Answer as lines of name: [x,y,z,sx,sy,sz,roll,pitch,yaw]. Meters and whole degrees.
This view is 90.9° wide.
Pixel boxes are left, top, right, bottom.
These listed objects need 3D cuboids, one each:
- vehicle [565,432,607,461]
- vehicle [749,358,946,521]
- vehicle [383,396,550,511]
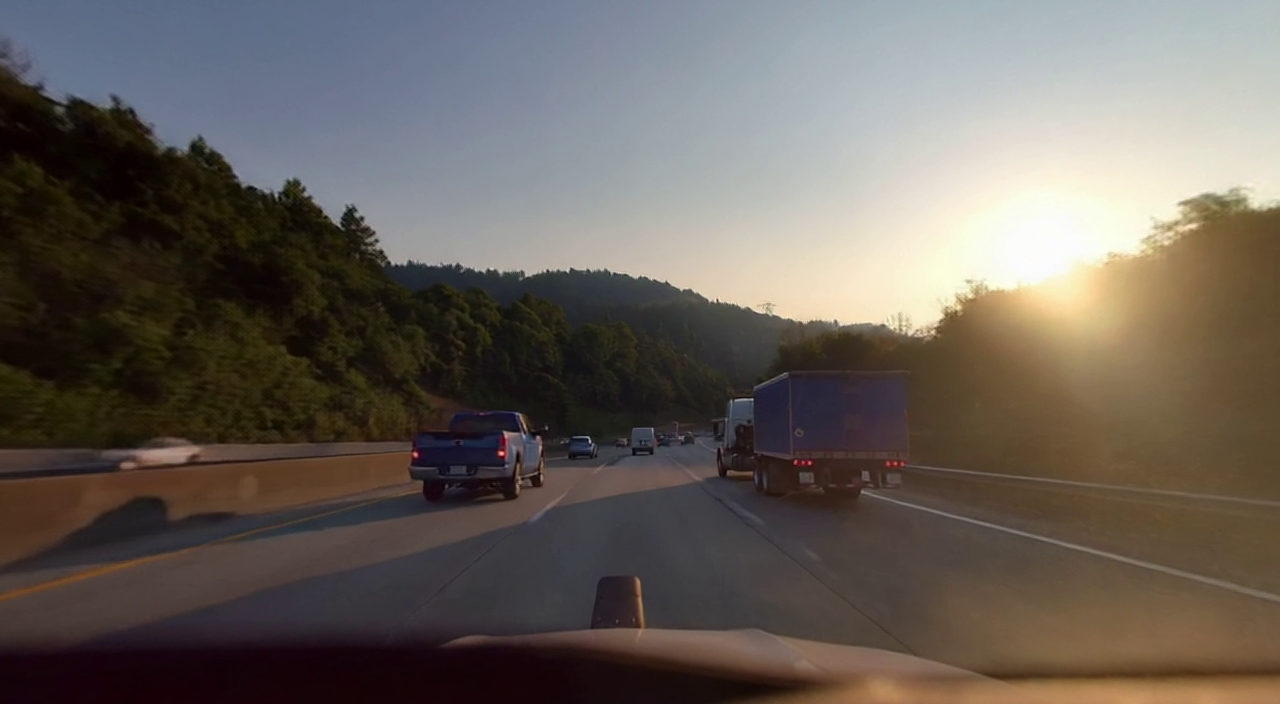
vehicle: [-3.048,5.423,36.413,2.008,1.588,4.147,0,-8,1]
vehicle: [3.630,1.647,12.041,2.256,2.568,4.049,0,-8,-1]
vehicle: [-3.355,2.080,13.362,2.204,1.991,4.720,0,-8,-1]
